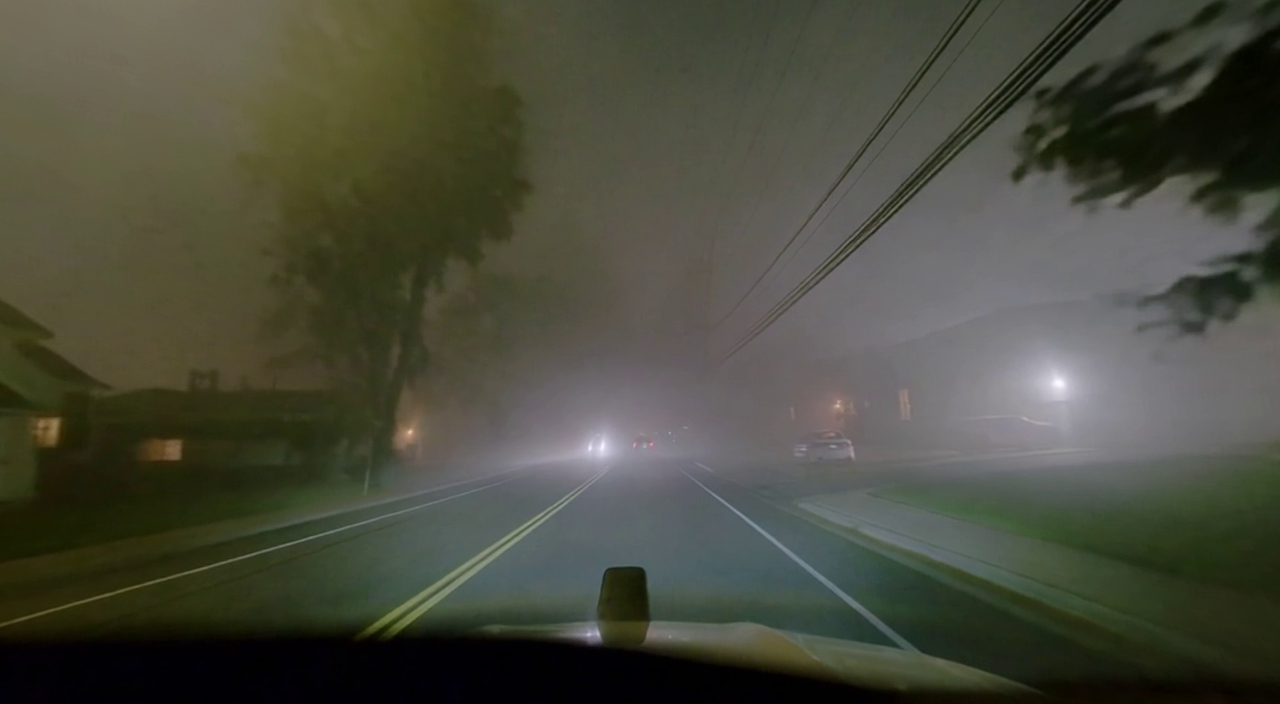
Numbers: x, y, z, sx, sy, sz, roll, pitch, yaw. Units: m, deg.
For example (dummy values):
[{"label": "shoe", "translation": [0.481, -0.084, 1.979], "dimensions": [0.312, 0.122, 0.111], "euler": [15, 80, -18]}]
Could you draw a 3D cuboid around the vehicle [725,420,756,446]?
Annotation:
[{"label": "vehicle", "translation": [7.884, 6.383, 49.571], "dimensions": [1.878, 1.743, 4.556], "euler": [-7, -8, 4]}]

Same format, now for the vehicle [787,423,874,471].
[{"label": "vehicle", "translation": [7.163, 3.633, 24.241], "dimensions": [2.071, 1.510, 4.418], "euler": [-5, -8, 3]}]

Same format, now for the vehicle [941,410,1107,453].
[{"label": "vehicle", "translation": [14.316, 3.026, 23.790], "dimensions": [4.848, 1.509, 1.976], "euler": [-1, -8, 8]}]
